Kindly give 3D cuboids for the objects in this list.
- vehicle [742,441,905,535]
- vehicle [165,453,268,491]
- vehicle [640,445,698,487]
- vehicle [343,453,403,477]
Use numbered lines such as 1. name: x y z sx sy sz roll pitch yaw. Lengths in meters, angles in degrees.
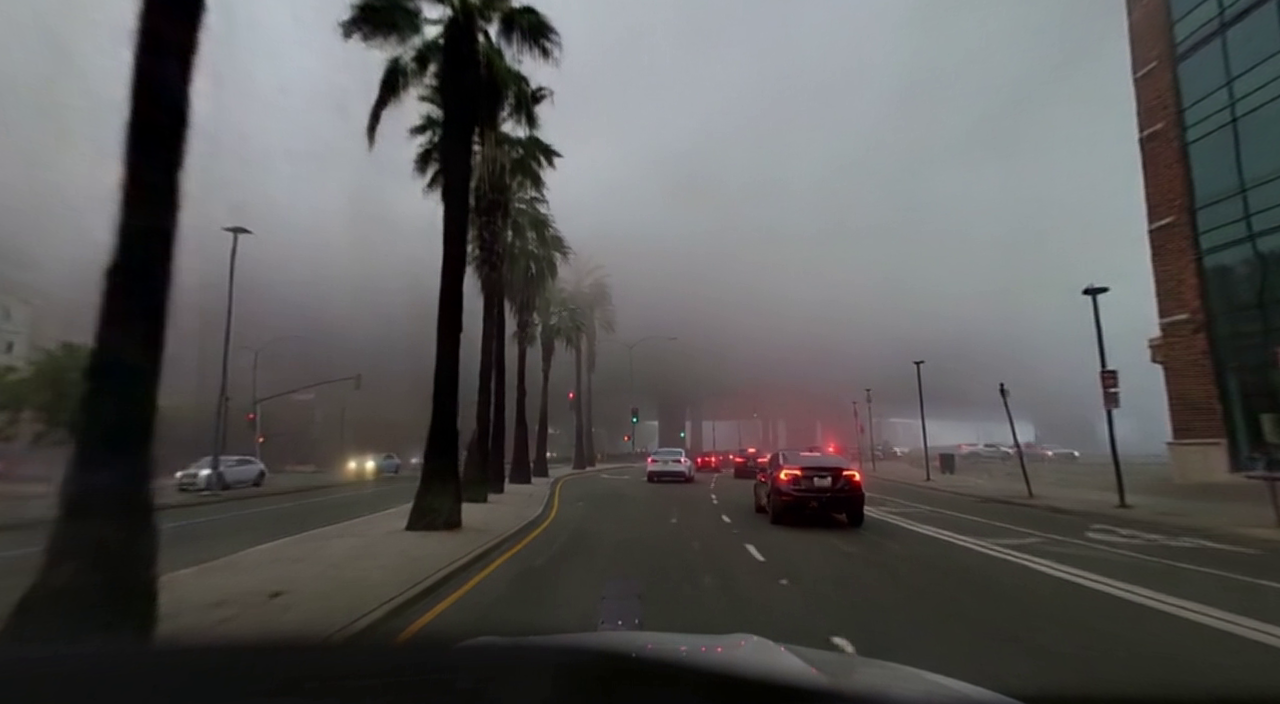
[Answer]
1. vehicle: 3.391 2.595 12.797 2.051 1.509 4.933 0 -9 3
2. vehicle: -19.647 5.559 29.450 1.850 1.590 4.201 0 -9 0
3. vehicle: 1.249 4.548 25.386 2.077 1.518 3.760 -1 -9 7
4. vehicle: -17.371 7.359 41.207 1.912 1.482 4.495 0 -9 1
